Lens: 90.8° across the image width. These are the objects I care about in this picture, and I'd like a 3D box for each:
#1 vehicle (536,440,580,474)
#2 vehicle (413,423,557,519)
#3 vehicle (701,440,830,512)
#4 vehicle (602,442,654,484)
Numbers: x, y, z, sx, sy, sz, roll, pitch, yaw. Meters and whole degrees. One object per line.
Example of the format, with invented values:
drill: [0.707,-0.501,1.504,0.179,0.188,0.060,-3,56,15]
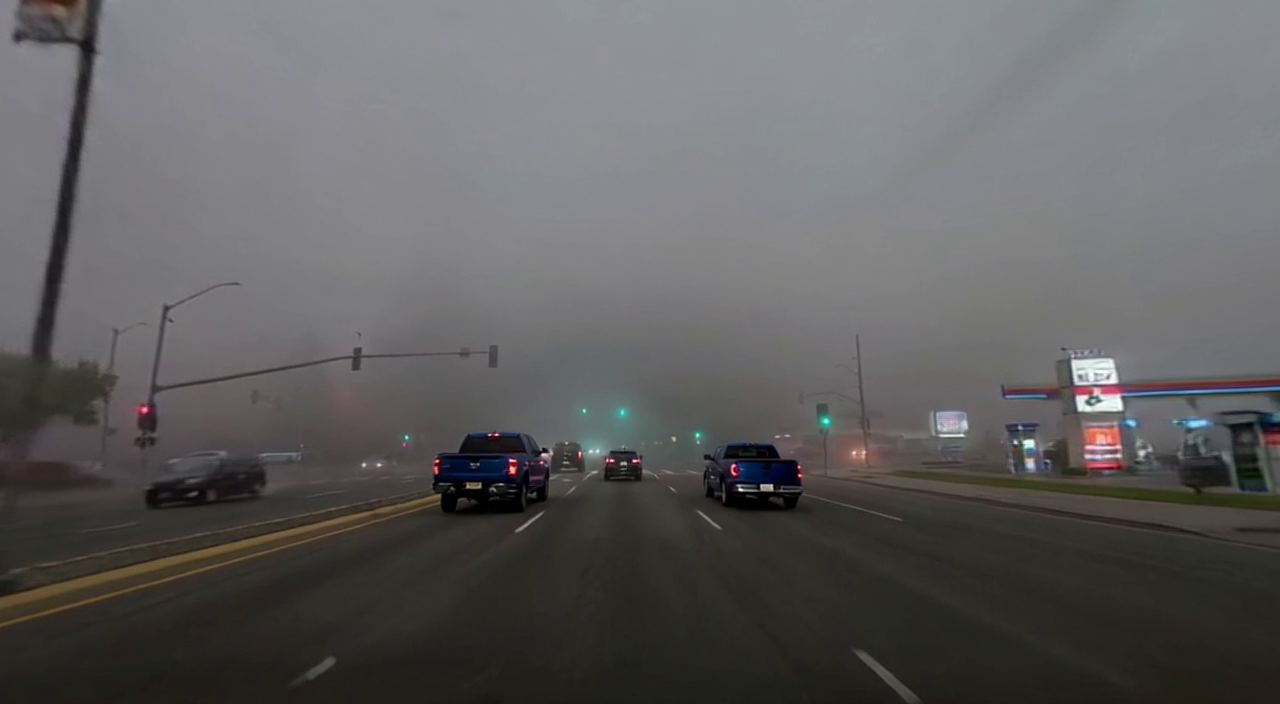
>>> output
vehicle: [-5.298,6.657,40.255,2.321,2.026,5.307,2,-9,-12]
vehicle: [-3.493,2.810,15.576,2.195,1.905,5.634,0,-9,-1]
vehicle: [2.838,2.932,15.457,2.061,1.487,4.462,0,-9,-3]
vehicle: [-0.532,4.612,26.479,2.029,1.605,3.827,0,-9,-2]
